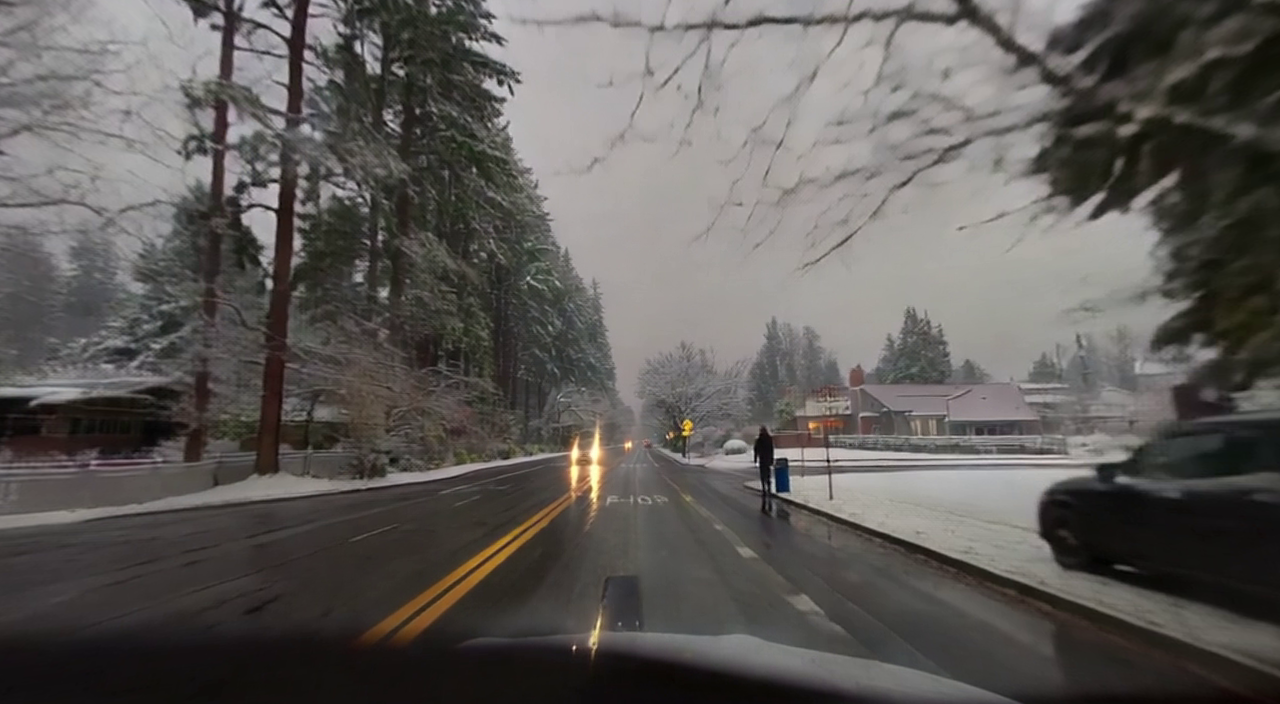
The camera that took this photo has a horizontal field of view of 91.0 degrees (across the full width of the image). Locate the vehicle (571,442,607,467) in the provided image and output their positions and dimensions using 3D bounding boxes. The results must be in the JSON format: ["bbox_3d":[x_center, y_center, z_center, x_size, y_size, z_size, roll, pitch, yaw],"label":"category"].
[{"bbox_3d":[-3.833,7.795,48.101,2.267,1.768,4.911,0,-9,1],"label":"vehicle"}]

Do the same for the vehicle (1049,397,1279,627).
[{"bbox_3d":[5.856,1.238,4.978,2.096,1.713,4.606,0,-9,0],"label":"vehicle"}]
